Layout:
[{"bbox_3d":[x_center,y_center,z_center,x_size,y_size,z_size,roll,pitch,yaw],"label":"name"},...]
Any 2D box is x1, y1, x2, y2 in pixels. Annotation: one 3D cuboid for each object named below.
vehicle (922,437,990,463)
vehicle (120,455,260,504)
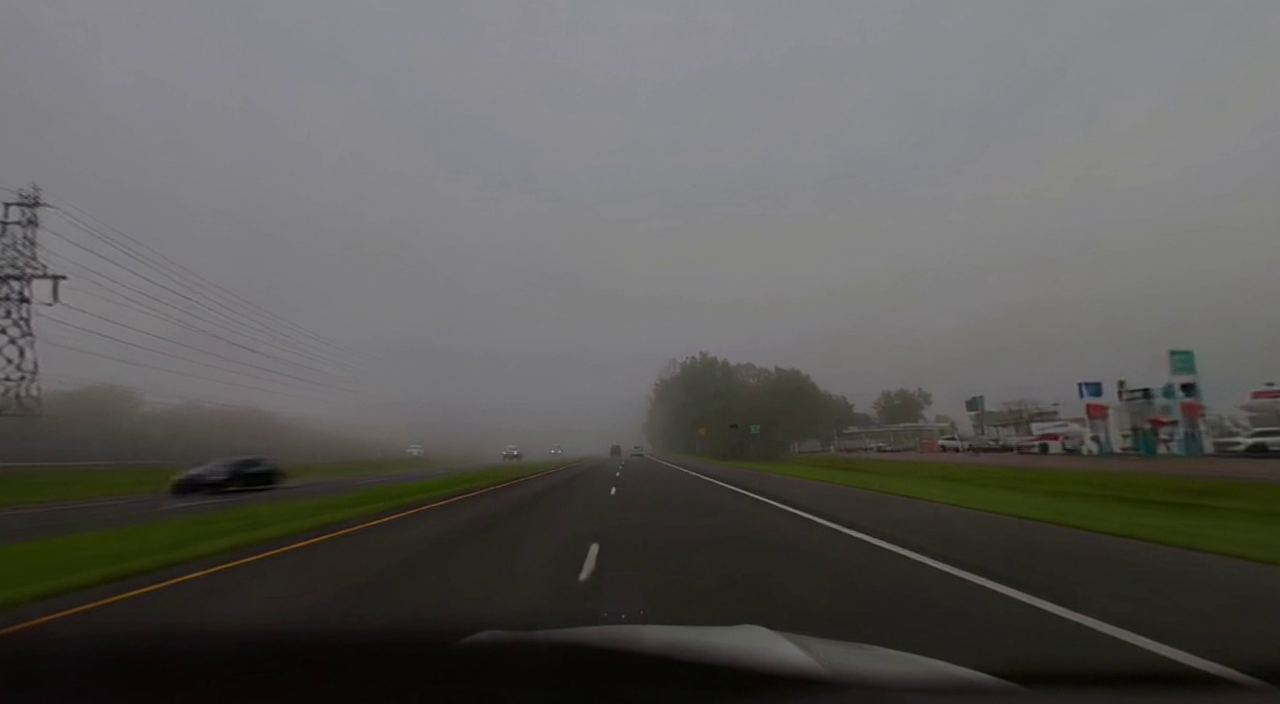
[{"bbox_3d":[20.741,6.474,41.564,2.029,1.578,4.313,1,-9,-3],"label":"vehicle"},{"bbox_3d":[-14.899,4.195,21.195,1.765,1.416,4.072,0,-9,-1],"label":"vehicle"}]
